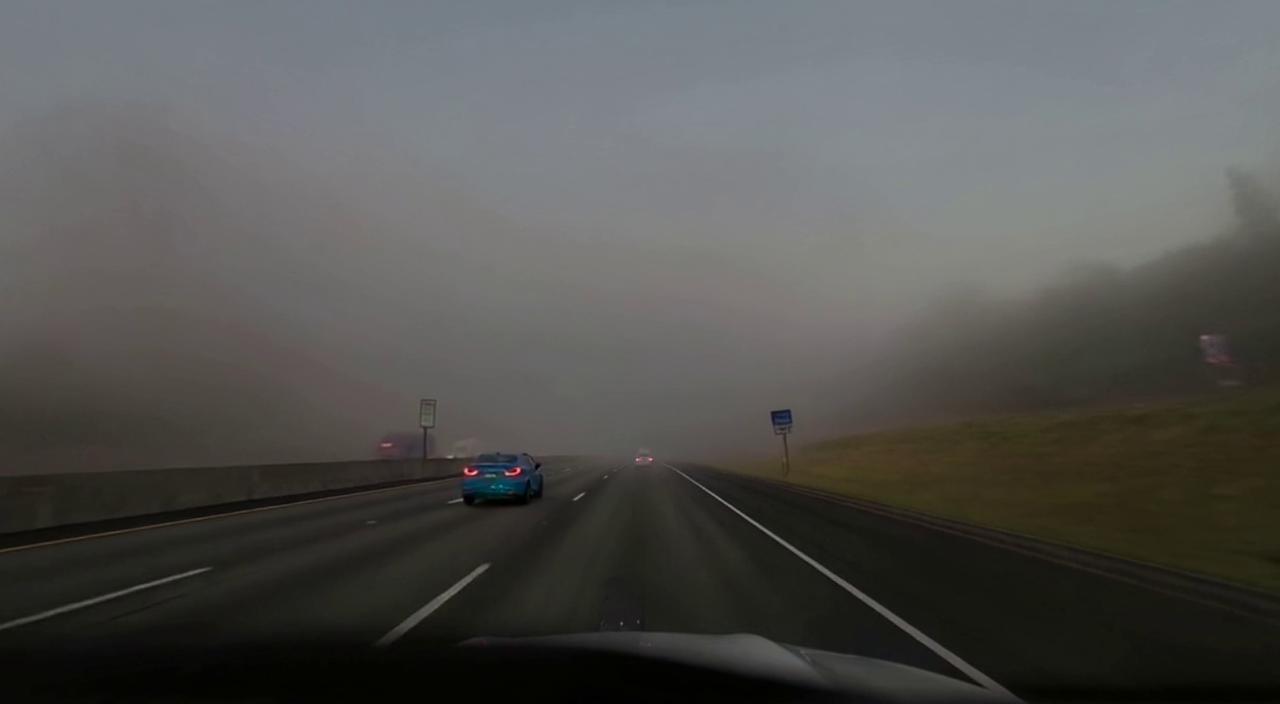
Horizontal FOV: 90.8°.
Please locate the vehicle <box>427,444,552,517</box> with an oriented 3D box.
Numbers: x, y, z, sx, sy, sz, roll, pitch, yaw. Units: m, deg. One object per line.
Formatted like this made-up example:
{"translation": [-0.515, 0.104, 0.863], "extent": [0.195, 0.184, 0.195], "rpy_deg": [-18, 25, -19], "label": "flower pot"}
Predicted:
{"translation": [-3.404, 2.979, 15.140], "extent": [1.978, 1.498, 4.080], "rpy_deg": [0, -9, 0], "label": "vehicle"}
